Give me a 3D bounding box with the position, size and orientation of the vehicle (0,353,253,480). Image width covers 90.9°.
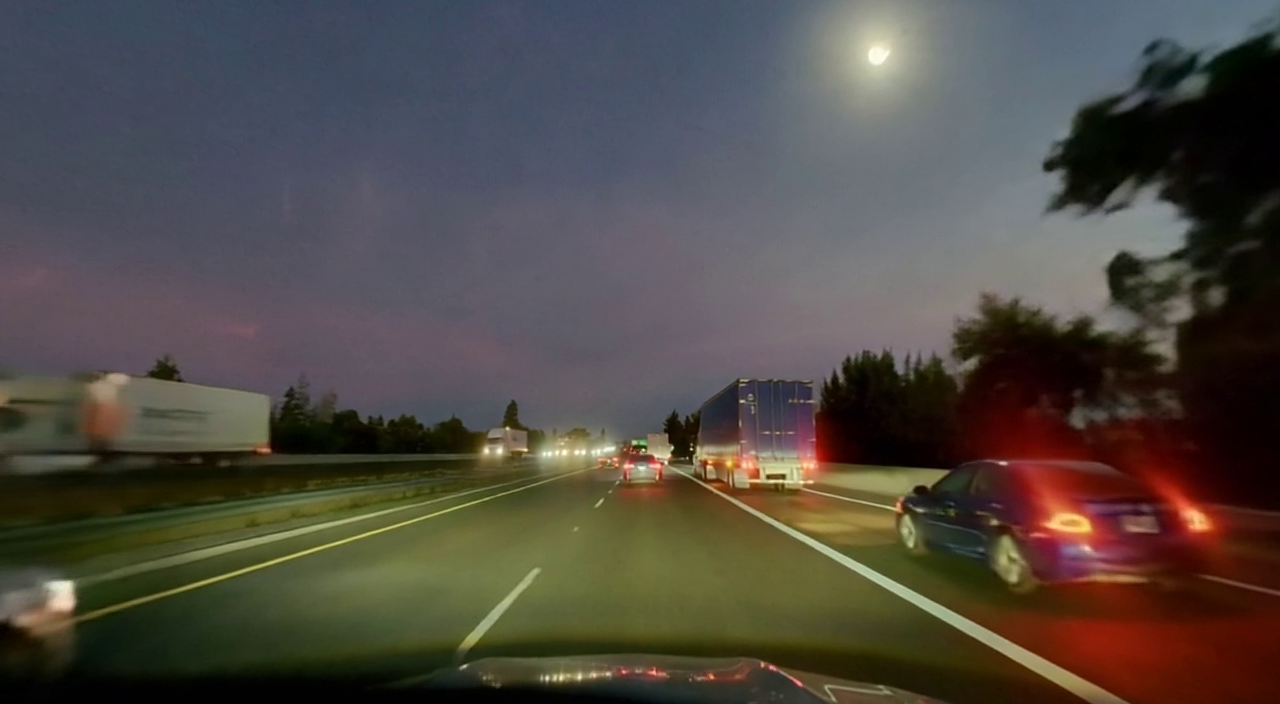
[{"bbox_3d":[-19.759,2.738,23.791,2.806,3.616,11.656,0,-9,0],"label":"vehicle"}]

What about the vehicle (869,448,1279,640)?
[{"bbox_3d":[4.340,1.760,6.881,2.037,1.377,4.407,0,-9,0],"label":"vehicle"}]

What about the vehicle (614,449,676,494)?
[{"bbox_3d":[0.162,4.404,23.622,2.089,1.516,4.191,0,-9,0],"label":"vehicle"}]

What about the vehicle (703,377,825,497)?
[{"bbox_3d":[4.863,3.943,28.237,2.877,4.035,13.897,0,-9,1],"label":"vehicle"}]
